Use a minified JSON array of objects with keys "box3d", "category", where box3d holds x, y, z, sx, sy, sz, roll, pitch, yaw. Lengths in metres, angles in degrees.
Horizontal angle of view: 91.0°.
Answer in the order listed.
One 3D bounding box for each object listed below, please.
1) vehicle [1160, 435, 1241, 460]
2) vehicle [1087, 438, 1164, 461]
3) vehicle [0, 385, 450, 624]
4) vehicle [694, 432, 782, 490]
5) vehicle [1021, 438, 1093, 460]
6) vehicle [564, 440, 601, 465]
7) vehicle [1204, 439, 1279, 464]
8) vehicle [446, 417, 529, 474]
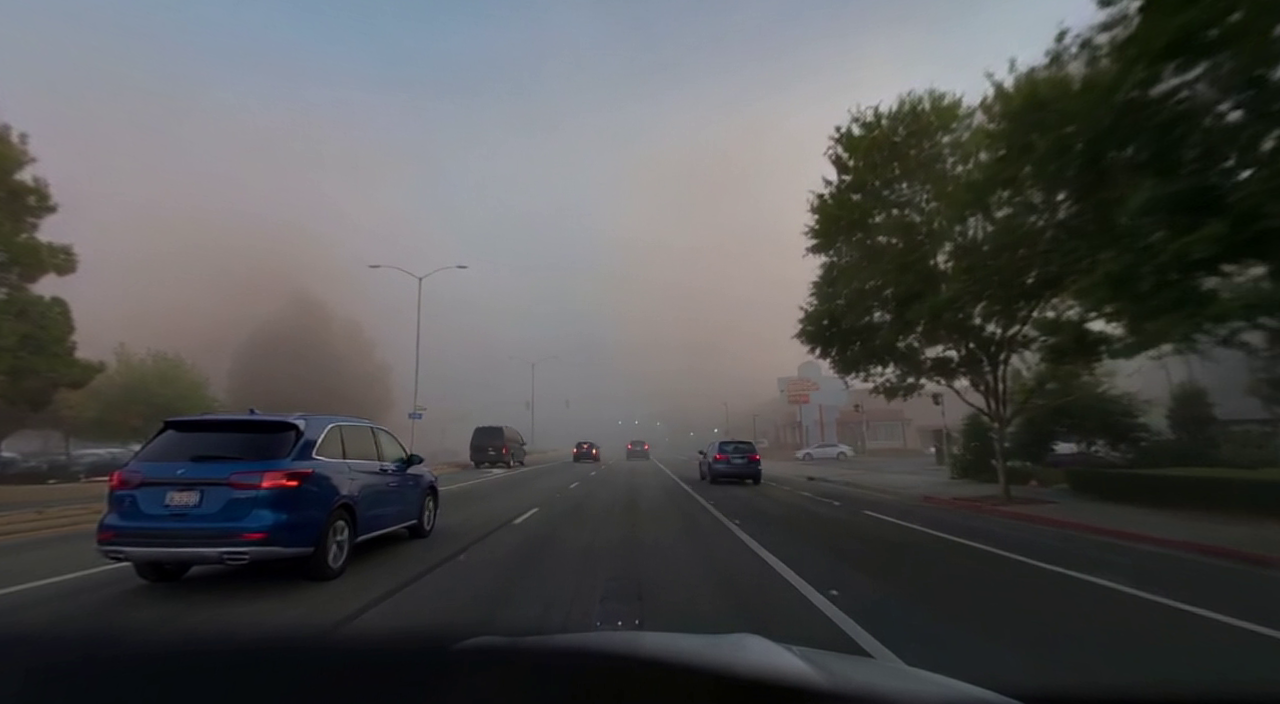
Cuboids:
[{"box3d":[38.152,6.528,42.961,1.812,1.641,3.875,1,-9,-3],"category":"vehicle"},{"box3d":[33.226,6.708,43.241,1.817,1.503,4.238,0,-9,-1],"category":"vehicle"},{"box3d":[-3.765,1.442,6.863,2.038,1.748,4.303,0,-9,0],"category":"vehicle"},{"box3d":[3.307,3.796,22.273,2.167,1.792,4.835,1,-9,-2],"category":"vehicle"},{"box3d":[28.109,6.549,42.579,1.760,1.431,4.343,1,-9,-2],"category":"vehicle"},{"box3d":[-4.069,7.157,45.108,2.133,1.677,4.727,0,-9,0],"category":"vehicle"},{"box3d":[43.228,6.965,44.243,1.980,1.596,5.674,0,-8,1],"category":"vehicle"},{"box3d":[-7.706,4.856,32.679,2.863,2.592,6.410,1,-9,-2],"category":"vehicle"}]
